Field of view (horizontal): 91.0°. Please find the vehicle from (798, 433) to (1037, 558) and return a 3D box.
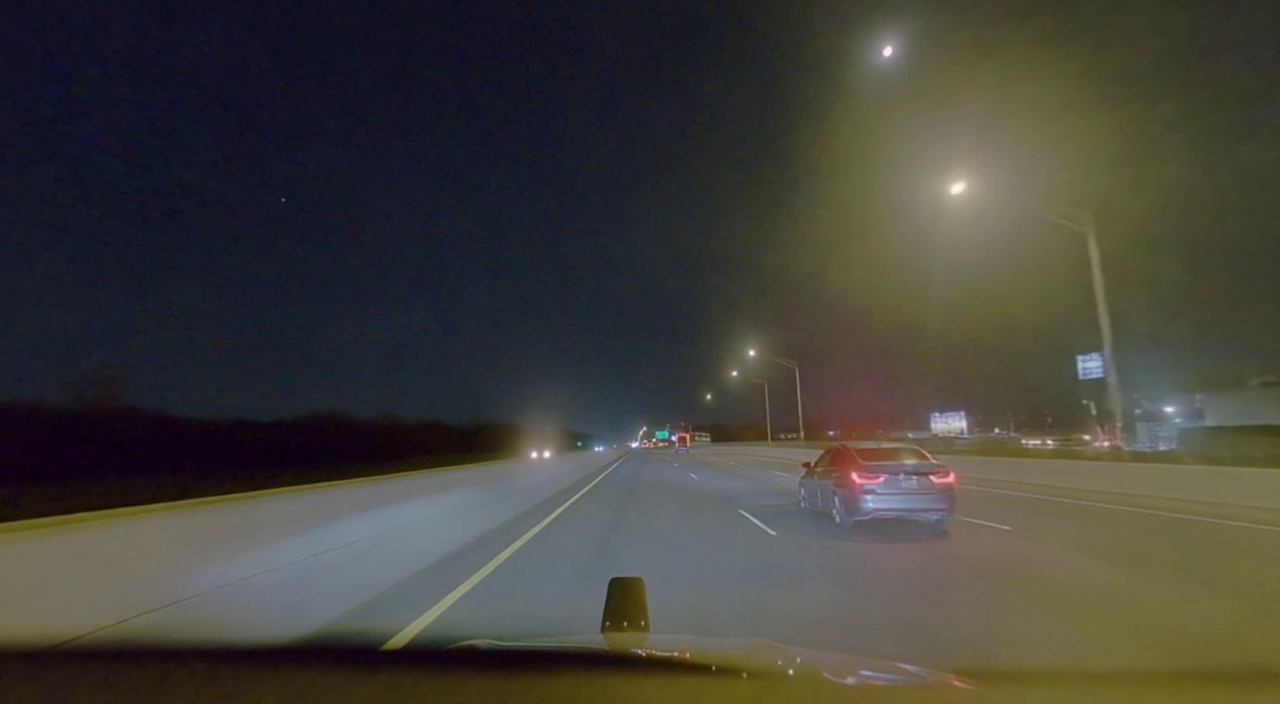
[{"bbox_3d":[3.669,1.926,9.184,1.683,1.400,3.868,0,-8,-1],"label":"vehicle"}]
